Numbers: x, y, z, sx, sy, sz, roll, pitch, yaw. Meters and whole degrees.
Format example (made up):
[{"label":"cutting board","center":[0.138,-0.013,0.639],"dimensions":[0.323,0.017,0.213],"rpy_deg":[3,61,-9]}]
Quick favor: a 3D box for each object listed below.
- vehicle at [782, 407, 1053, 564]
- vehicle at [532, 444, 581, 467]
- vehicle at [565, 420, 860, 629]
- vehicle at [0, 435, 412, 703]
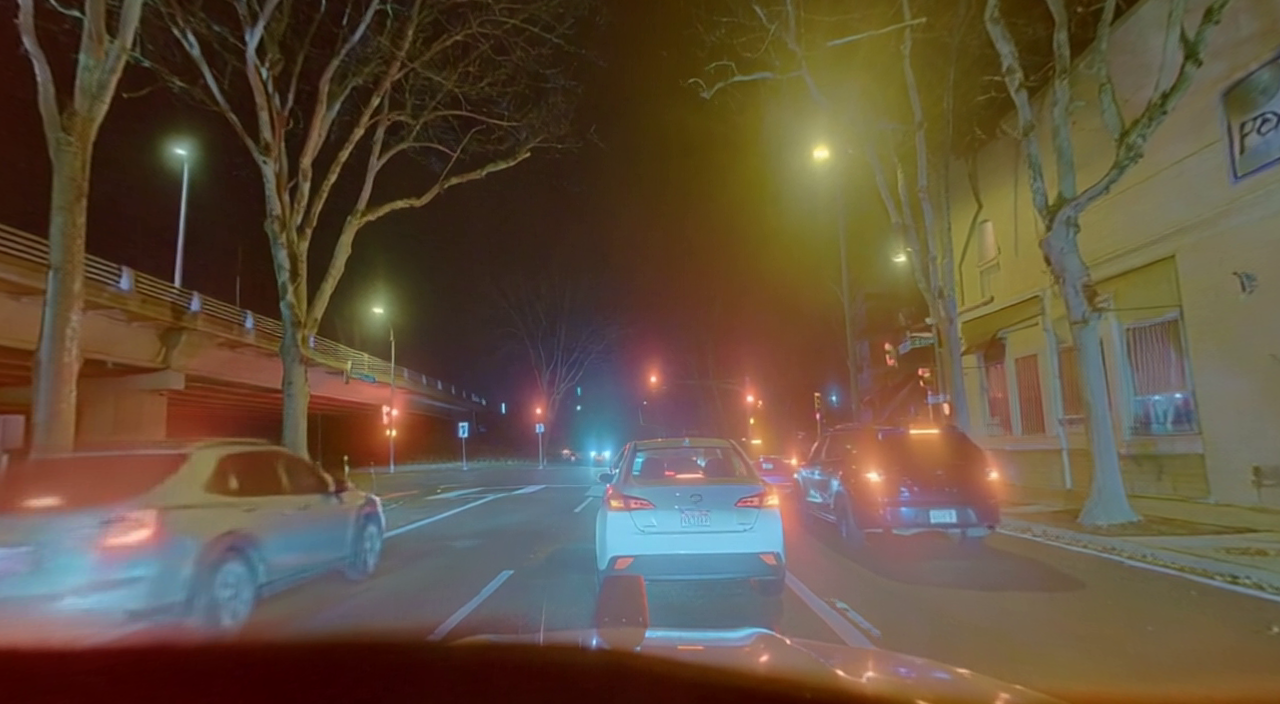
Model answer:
[{"label":"vehicle","center":[3.705,1.866,9.569],"dimensions":[2.062,1.781,4.488],"rpy_deg":[0,-8,0]},{"label":"vehicle","center":[-5.550,6.929,42.384],"dimensions":[1.873,1.462,4.283],"rpy_deg":[-2,-9,12]},{"label":"vehicle","center":[0.515,1.544,6.669],"dimensions":[2.101,1.467,4.210],"rpy_deg":[0,-8,0]},{"label":"vehicle","center":[-3.903,1.489,5.316],"dimensions":[2.082,1.484,4.865],"rpy_deg":[0,-8,1]}]
